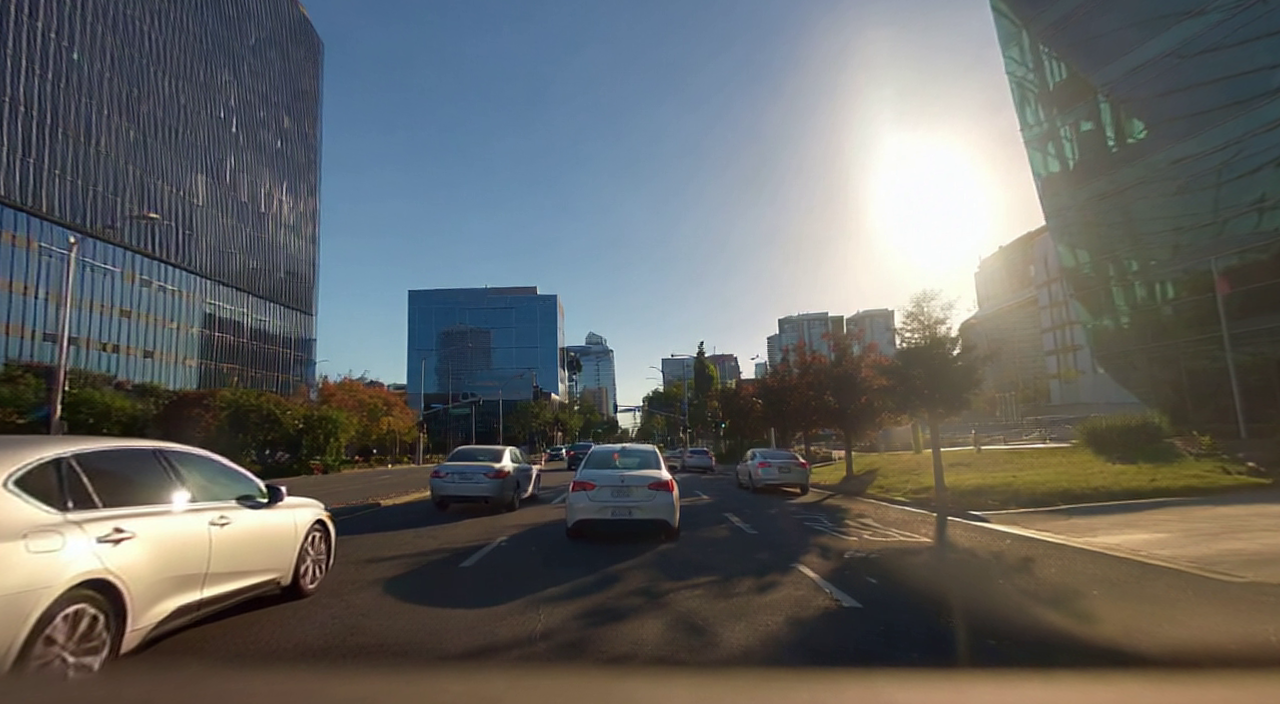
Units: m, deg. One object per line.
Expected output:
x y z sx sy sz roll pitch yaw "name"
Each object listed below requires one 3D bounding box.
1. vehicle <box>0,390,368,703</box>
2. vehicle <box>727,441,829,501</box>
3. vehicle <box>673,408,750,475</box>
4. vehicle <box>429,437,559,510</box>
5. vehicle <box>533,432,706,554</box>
-3.576 1.133 3.948 1.933 1.520 4.195 0 -9 -1 "vehicle"
3.842 3.390 18.349 1.940 1.514 4.187 0 -9 -1 "vehicle"
3.901 5.428 37.941 3.074 3.316 12.953 0 -9 0 "vehicle"
-3.353 2.886 15.486 2.044 1.508 4.479 0 -9 1 "vehicle"
-0.216 2.094 10.135 2.174 1.509 4.374 0 -9 1 "vehicle"
